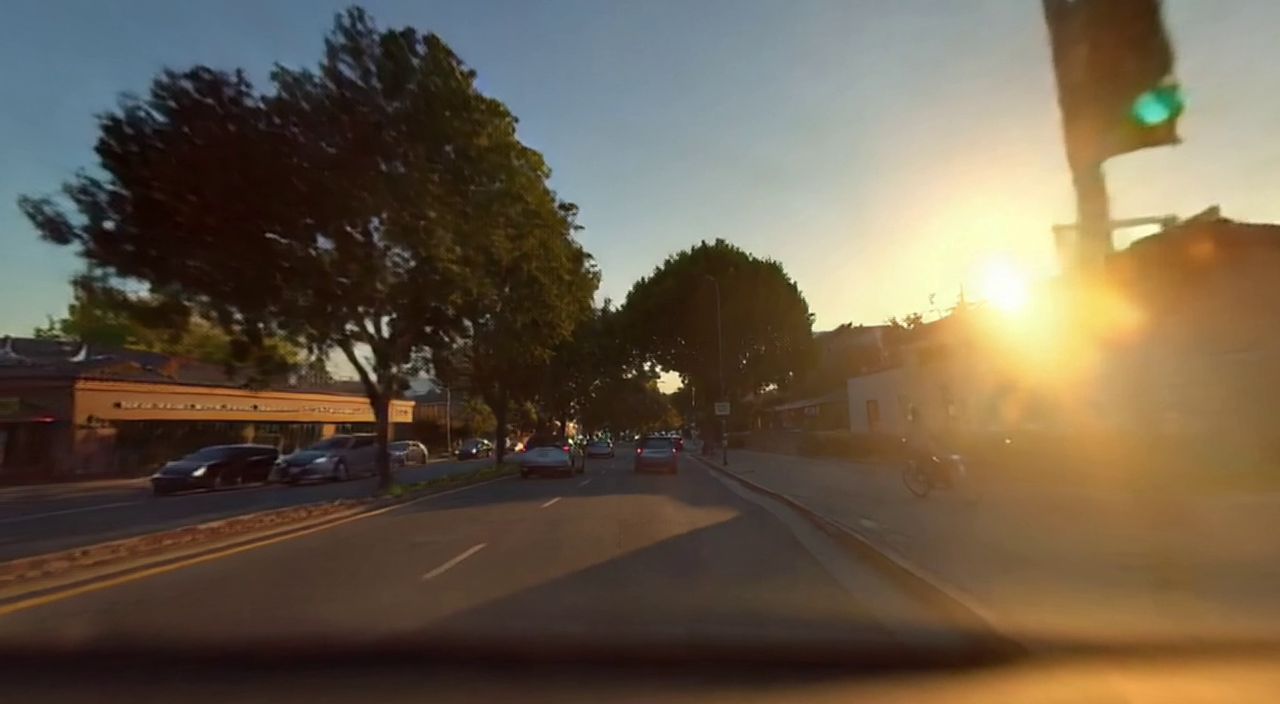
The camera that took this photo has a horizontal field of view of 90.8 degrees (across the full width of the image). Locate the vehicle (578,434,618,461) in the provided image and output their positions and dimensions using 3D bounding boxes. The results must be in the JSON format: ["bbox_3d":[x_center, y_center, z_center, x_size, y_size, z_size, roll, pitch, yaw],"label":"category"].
[{"bbox_3d":[-2.464,5.685,37.757,1.887,1.517,4.254,-1,-8,3],"label":"vehicle"}]

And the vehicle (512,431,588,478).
[{"bbox_3d":[-3.067,3.595,22.286,1.921,1.477,4.083,-1,-8,2],"label":"vehicle"}]

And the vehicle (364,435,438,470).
[{"bbox_3d":[-13.208,5.581,35.267,2.050,1.786,4.633,-1,-8,4],"label":"vehicle"}]

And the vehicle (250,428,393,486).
[{"bbox_3d":[-10.362,3.461,21.075,2.175,1.684,4.475,-1,-8,4],"label":"vehicle"}]

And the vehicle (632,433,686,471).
[{"bbox_3d":[0.723,4.196,26.639,2.085,1.475,3.976,0,-8,-1],"label":"vehicle"}]

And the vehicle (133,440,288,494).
[{"bbox_3d":[-13.876,3.701,20.791,1.864,1.560,4.317,-1,-8,4],"label":"vehicle"}]

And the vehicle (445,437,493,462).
[{"bbox_3d":[-11.955,6.829,44.420,1.936,1.656,4.284,-1,-8,3],"label":"vehicle"}]
